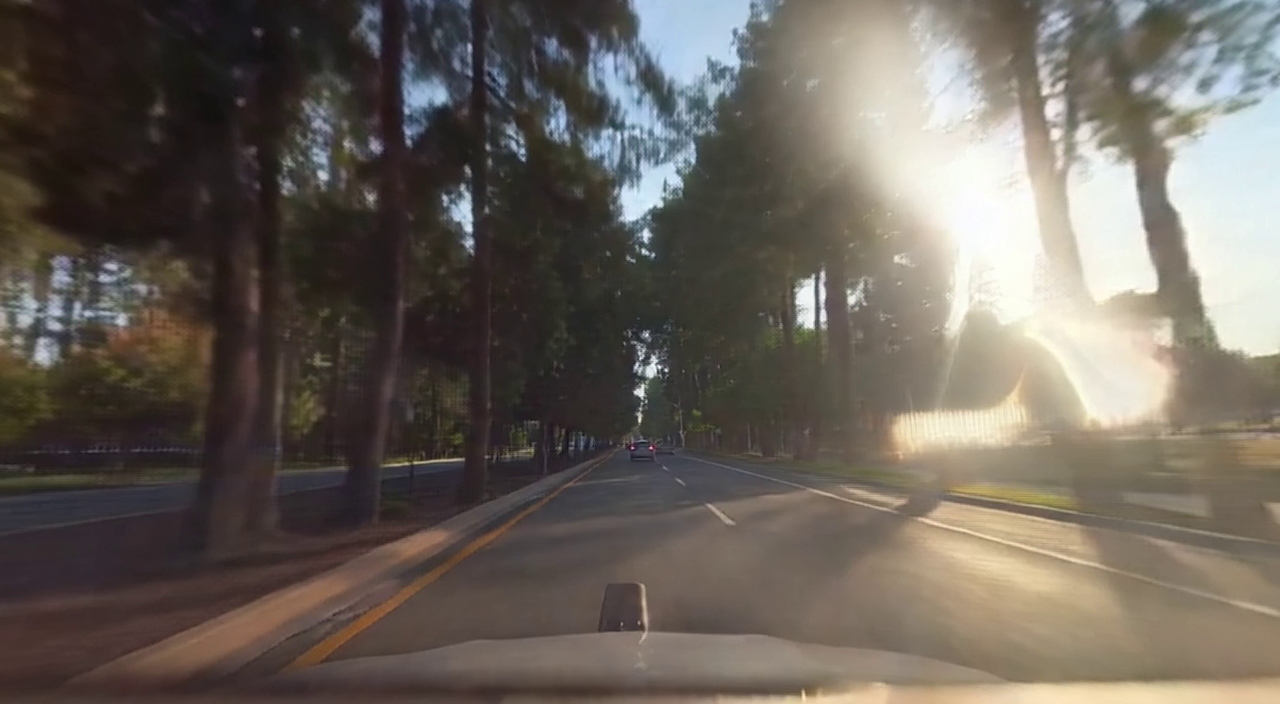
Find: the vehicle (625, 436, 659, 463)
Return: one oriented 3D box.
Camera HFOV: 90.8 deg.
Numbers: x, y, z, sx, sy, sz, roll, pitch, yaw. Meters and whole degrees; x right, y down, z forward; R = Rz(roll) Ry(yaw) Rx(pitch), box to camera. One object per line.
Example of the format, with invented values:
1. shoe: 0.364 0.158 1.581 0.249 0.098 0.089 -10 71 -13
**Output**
1. vehicle: 0.092 6.116 39.573 2.048 1.584 4.393 0 -8 -1
